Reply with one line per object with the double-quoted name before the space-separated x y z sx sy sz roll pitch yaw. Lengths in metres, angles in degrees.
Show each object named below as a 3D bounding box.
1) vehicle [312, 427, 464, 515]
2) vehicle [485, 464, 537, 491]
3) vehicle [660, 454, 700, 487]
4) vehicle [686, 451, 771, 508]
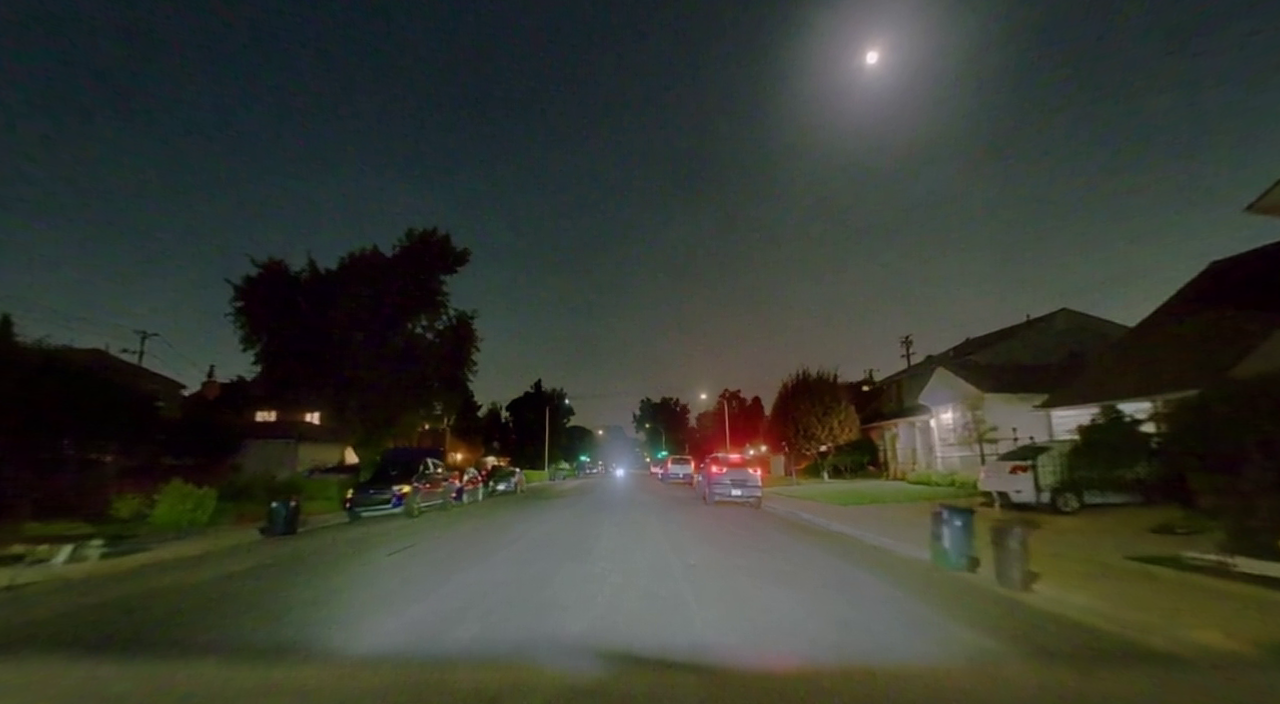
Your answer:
"vehicle" -7.266 3.752 19.066 2.408 2.201 5.646 -1 -14 -2
"vehicle" -7.614 7.502 37.522 2.071 1.481 4.425 0 -11 1
"vehicle" 2.494 7.590 40.554 2.262 1.870 4.948 0 -8 0
"vehicle" 2.800 4.151 21.025 2.050 1.598 4.590 0 -8 -1
